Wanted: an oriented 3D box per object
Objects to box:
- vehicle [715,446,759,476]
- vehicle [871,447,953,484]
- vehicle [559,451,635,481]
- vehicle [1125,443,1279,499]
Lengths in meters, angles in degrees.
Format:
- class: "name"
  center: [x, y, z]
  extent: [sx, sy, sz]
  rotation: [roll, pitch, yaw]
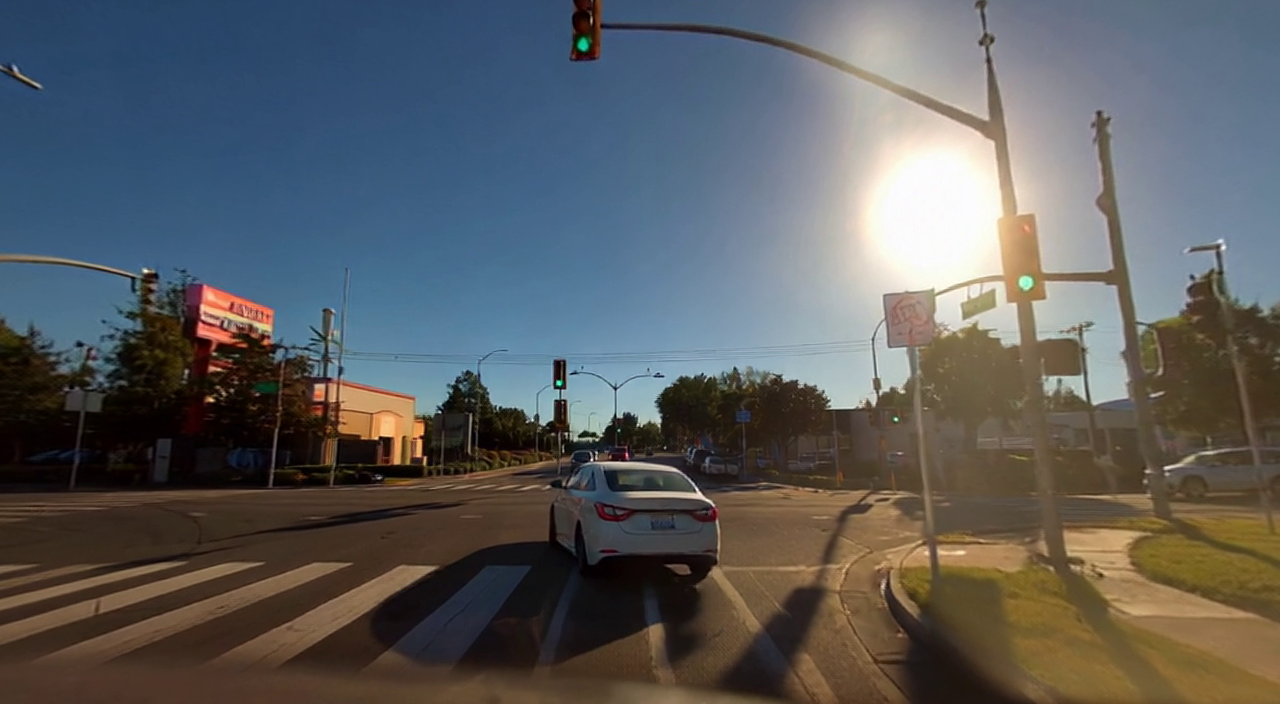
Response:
- class: "vehicle"
  center: [6.898, 7.729, 44.886]
  extent: [1.491, 2.041, 2.964]
  rotation: [5, -10, -31]
- class: "vehicle"
  center: [12.392, 5.298, 29.007]
  extent: [1.922, 1.529, 3.964]
  rotation: [0, -12, -1]
- class: "vehicle"
  center: [-2.473, 6.537, 36.325]
  extent: [3.991, 1.526, 1.868]
  rotation: [-5, -9, 31]
- class: "vehicle"
  center: [16.813, 3.420, 18.336]
  extent: [3.876, 1.512, 1.784]
  rotation: [0, -8, -1]
